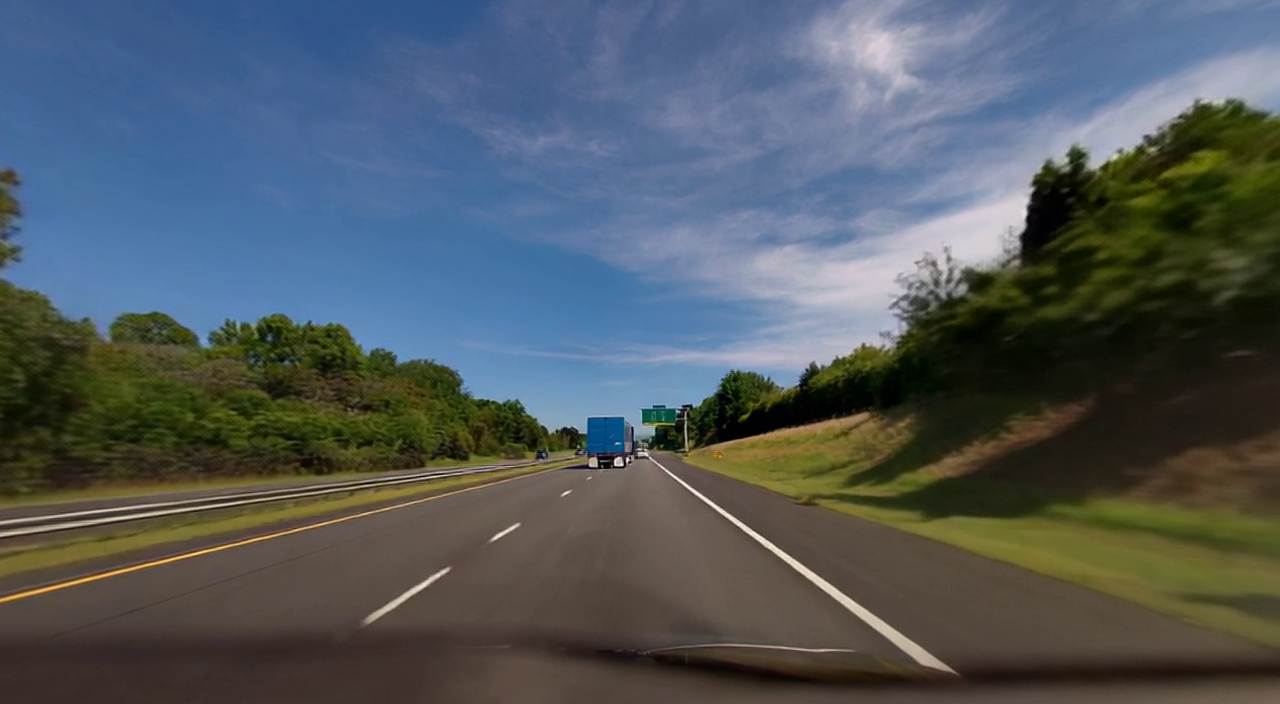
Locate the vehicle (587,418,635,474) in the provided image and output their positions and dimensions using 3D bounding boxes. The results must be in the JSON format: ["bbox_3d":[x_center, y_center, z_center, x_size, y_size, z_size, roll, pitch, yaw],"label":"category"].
[{"bbox_3d":[-1.740,6.033,40.415,2.704,3.270,6.745,0,-9,0],"label":"vehicle"}]
